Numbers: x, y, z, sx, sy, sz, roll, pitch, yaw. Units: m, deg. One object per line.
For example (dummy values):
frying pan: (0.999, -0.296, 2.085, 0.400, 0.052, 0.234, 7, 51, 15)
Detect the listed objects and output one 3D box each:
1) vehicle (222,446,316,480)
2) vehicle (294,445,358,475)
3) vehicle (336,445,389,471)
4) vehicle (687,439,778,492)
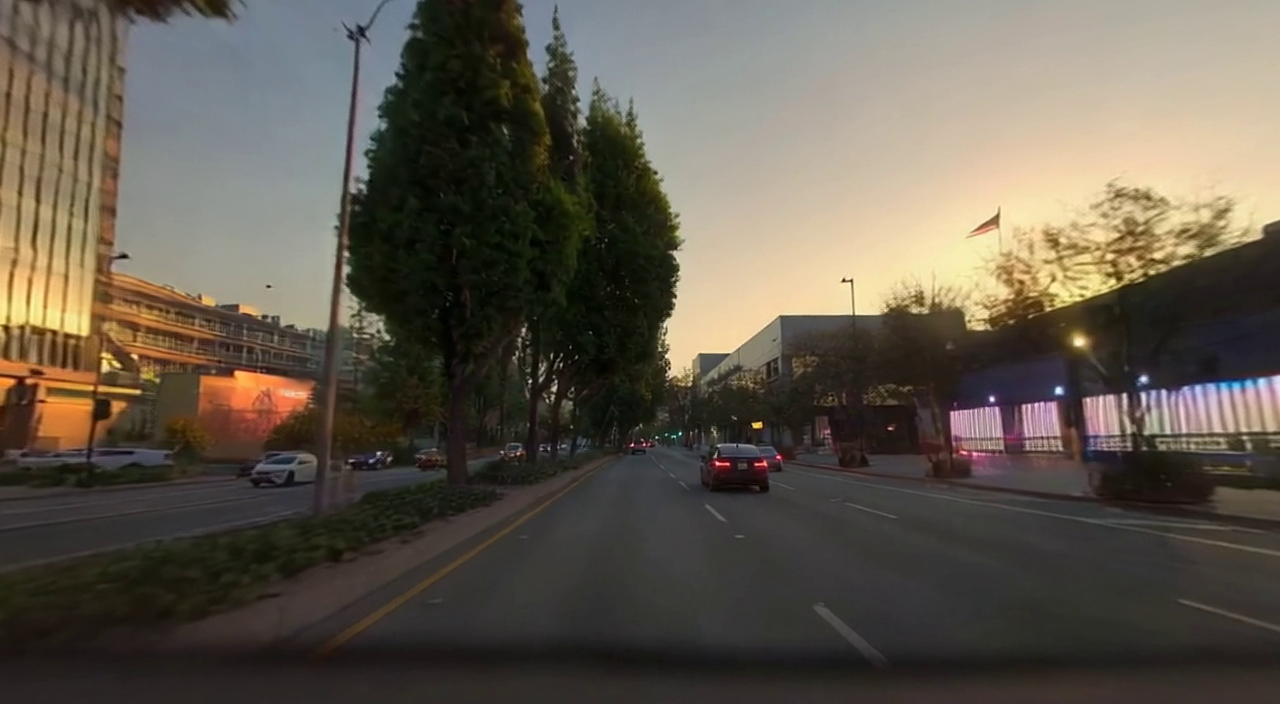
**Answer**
vehicle: (-19.627, 5.865, 33.735, 1.977, 1.687, 4.909, 0, -8, 1)
vehicle: (-19.621, 6.726, 39.690, 1.875, 1.734, 4.252, 0, -8, -1)
vehicle: (-19.765, 7.557, 45.171, 1.748, 1.729, 4.394, 0, -8, 0)
vehicle: (2.824, 3.583, 20.311, 2.131, 1.491, 4.496, 0, -8, -1)
